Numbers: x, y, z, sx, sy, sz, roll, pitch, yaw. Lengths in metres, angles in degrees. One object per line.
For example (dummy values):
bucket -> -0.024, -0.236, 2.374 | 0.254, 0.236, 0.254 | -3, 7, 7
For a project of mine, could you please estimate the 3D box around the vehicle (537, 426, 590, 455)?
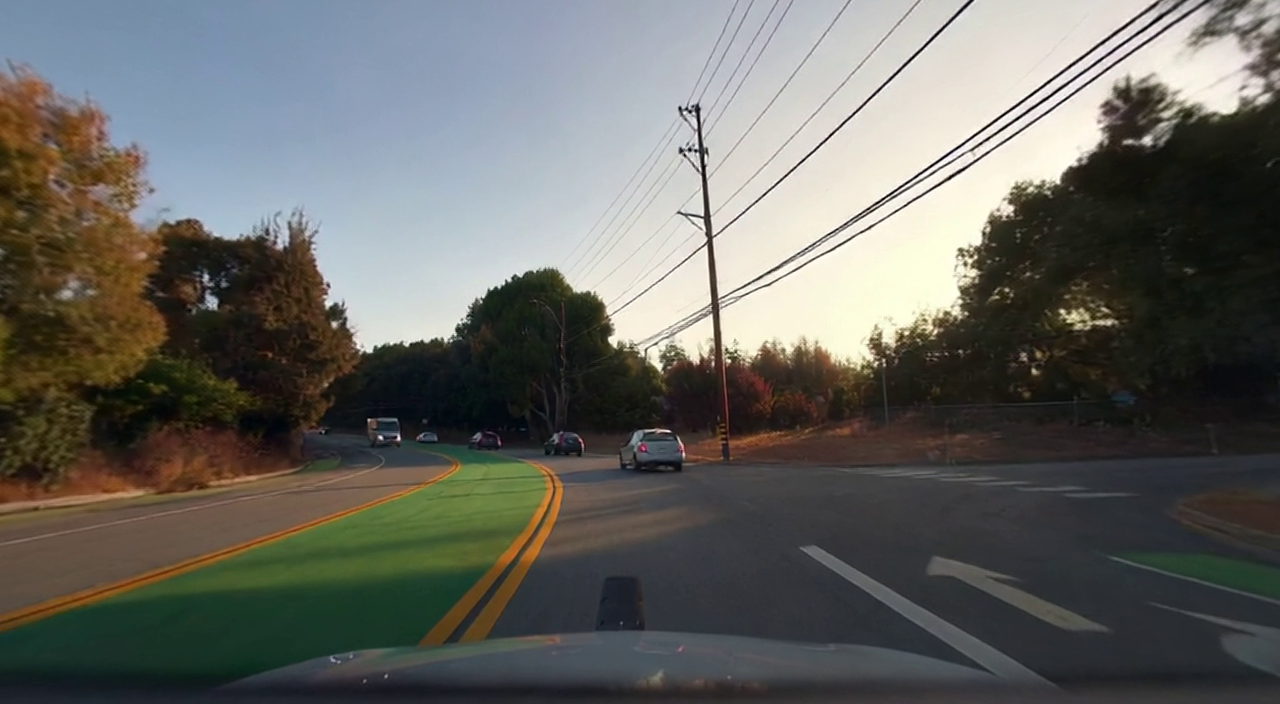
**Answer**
vehicle -> -4.866, 5.557, 39.573 | 2.075, 1.699, 4.520 | 4, -9, -23

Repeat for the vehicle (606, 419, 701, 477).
vehicle -> 0.326, 3.338, 22.173 | 2.140, 1.767, 4.720 | 2, -8, -14
